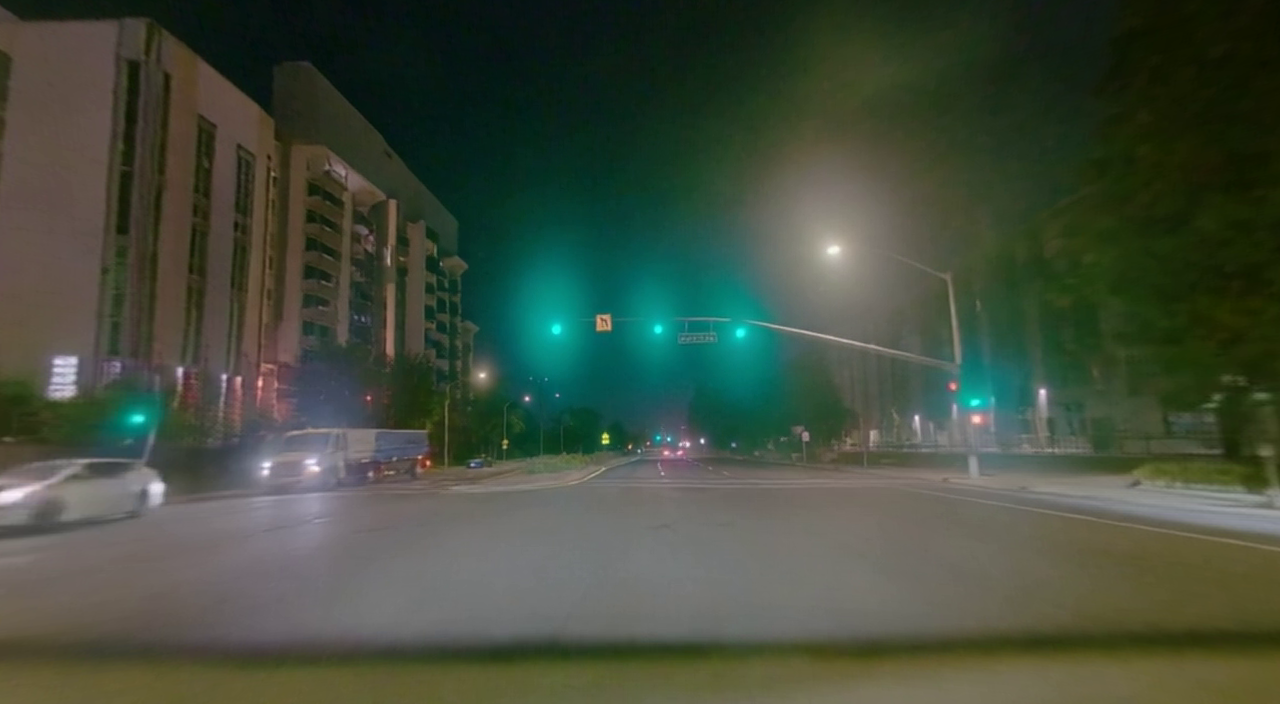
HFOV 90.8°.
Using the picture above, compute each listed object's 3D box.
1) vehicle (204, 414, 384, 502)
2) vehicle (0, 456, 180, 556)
[{"bbox_3d":[-15.696,4.958,29.990,3.028,3.424,9.908,0,-9,-1],"label":"vehicle"},{"bbox_3d":[-12.302,3.048,13.153,2.030,1.702,4.488,0,-9,0],"label":"vehicle"}]
